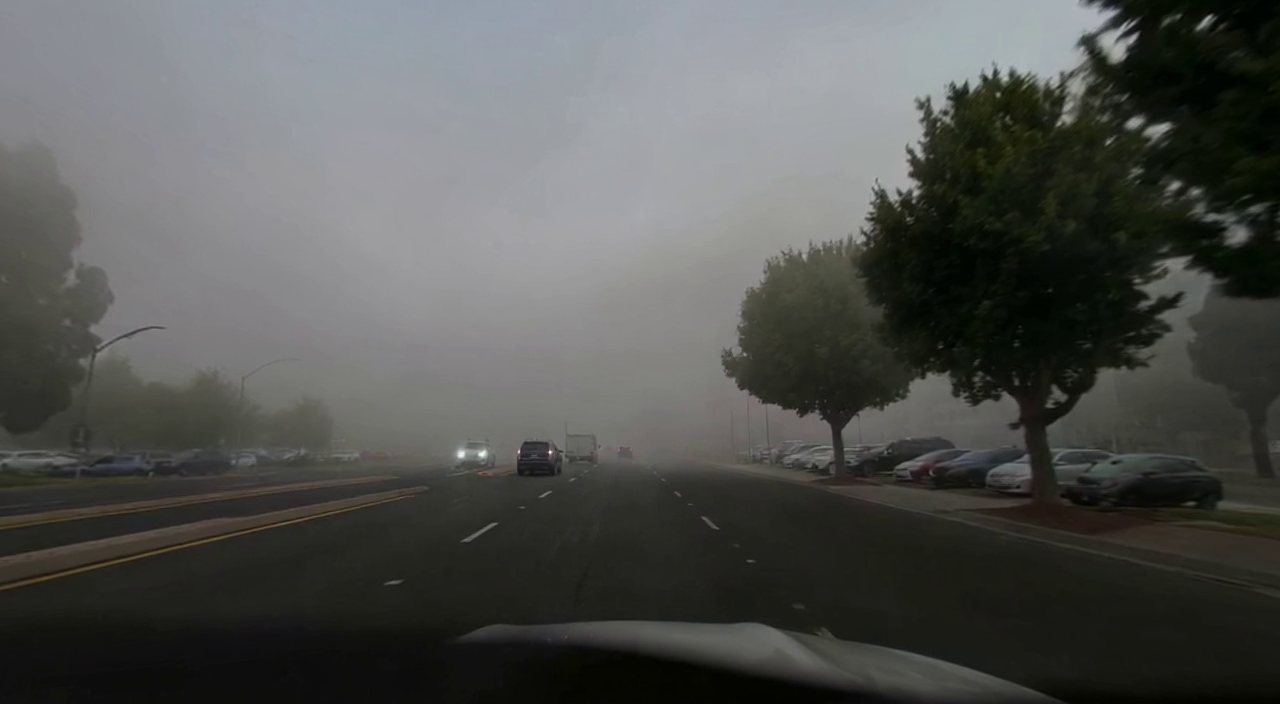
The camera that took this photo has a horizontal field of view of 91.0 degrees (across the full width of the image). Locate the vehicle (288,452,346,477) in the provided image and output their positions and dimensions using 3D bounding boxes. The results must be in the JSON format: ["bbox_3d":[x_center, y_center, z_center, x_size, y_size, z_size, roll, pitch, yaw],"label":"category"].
[{"bbox_3d":[-23.930,8.324,46.882,1.938,1.691,4.696,0,-9,-2],"label":"vehicle"}]

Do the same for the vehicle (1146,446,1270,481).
[{"bbox_3d":[26.918,5.330,30.037,1.933,1.489,4.080,-1,-10,-3],"label":"vehicle"}]

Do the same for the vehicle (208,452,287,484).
[{"bbox_3d":[-23.928,7.048,38.611,1.953,1.789,4.591,0,-9,-2],"label":"vehicle"}]

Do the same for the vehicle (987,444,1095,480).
[{"bbox_3d":[18.753,5.177,29.740,1.937,1.493,4.612,-2,-9,-2],"label":"vehicle"}]

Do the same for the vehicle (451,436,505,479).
[{"bbox_3d":[-8.005,5.133,30.785,2.123,1.864,5.553,2,-9,-18],"label":"vehicle"}]

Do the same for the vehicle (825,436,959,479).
[{"bbox_3d":[11.843,4.923,29.724,5.519,1.836,2.138,-5,-10,31],"label":"vehicle"}]

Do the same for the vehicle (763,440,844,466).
[{"bbox_3d":[11.783,7.286,45.498,5.426,1.811,2.193,-2,-9,15],"label":"vehicle"}]

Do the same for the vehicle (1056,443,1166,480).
[{"bbox_3d":[22.006,5.152,29.625,1.914,1.503,4.226,-3,-10,2],"label":"vehicle"}]

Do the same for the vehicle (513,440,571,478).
[{"bbox_3d":[-4.566,5.063,30.016,2.109,1.672,4.256,0,-9,-1],"label":"vehicle"}]

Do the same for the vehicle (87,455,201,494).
[{"bbox_3d":[-23.439,5.768,30.002,1.848,1.607,4.570,1,-9,-3],"label":"vehicle"}]
